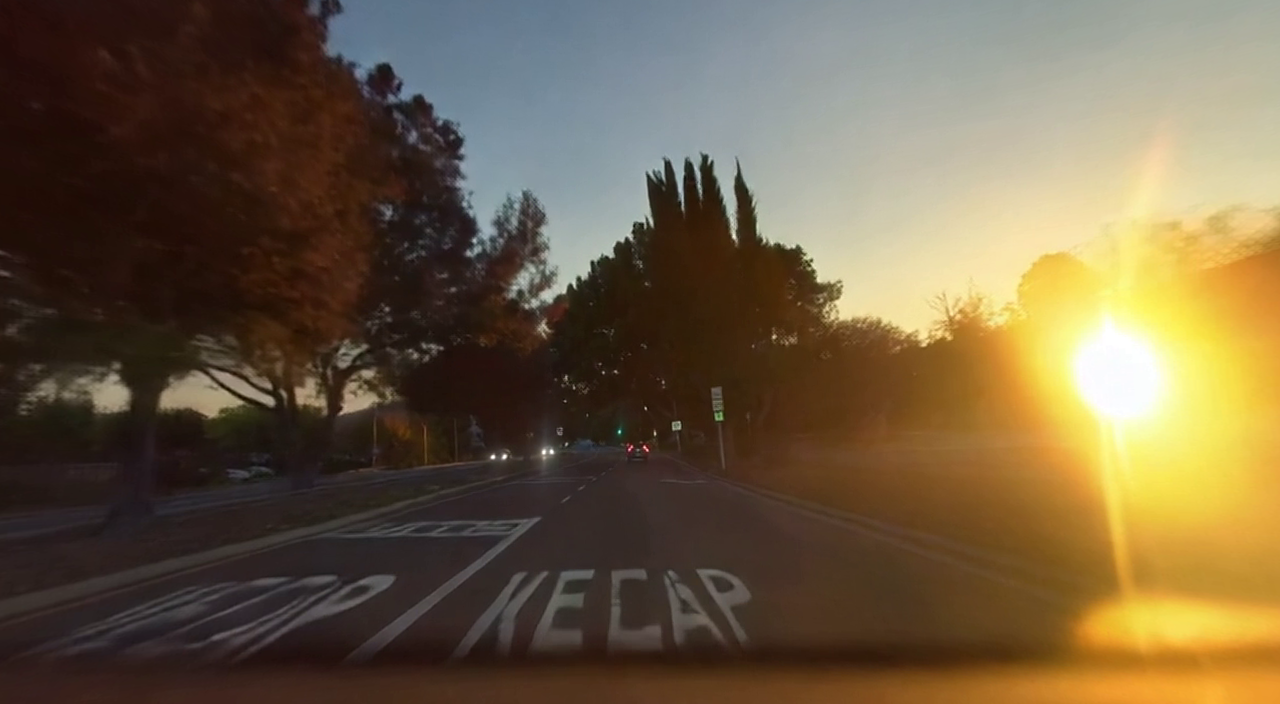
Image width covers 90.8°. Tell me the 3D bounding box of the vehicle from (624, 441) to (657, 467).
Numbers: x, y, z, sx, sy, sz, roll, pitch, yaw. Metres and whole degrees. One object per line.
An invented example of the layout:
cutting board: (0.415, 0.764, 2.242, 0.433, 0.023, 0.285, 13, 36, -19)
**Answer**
vehicle: (-0.005, 6.737, 41.711, 2.045, 1.613, 4.210, 0, -8, -1)

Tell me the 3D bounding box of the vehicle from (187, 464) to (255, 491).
vehicle: (-30.038, 8.993, 45.498, 1.949, 1.702, 4.593, 1, -9, -3)
